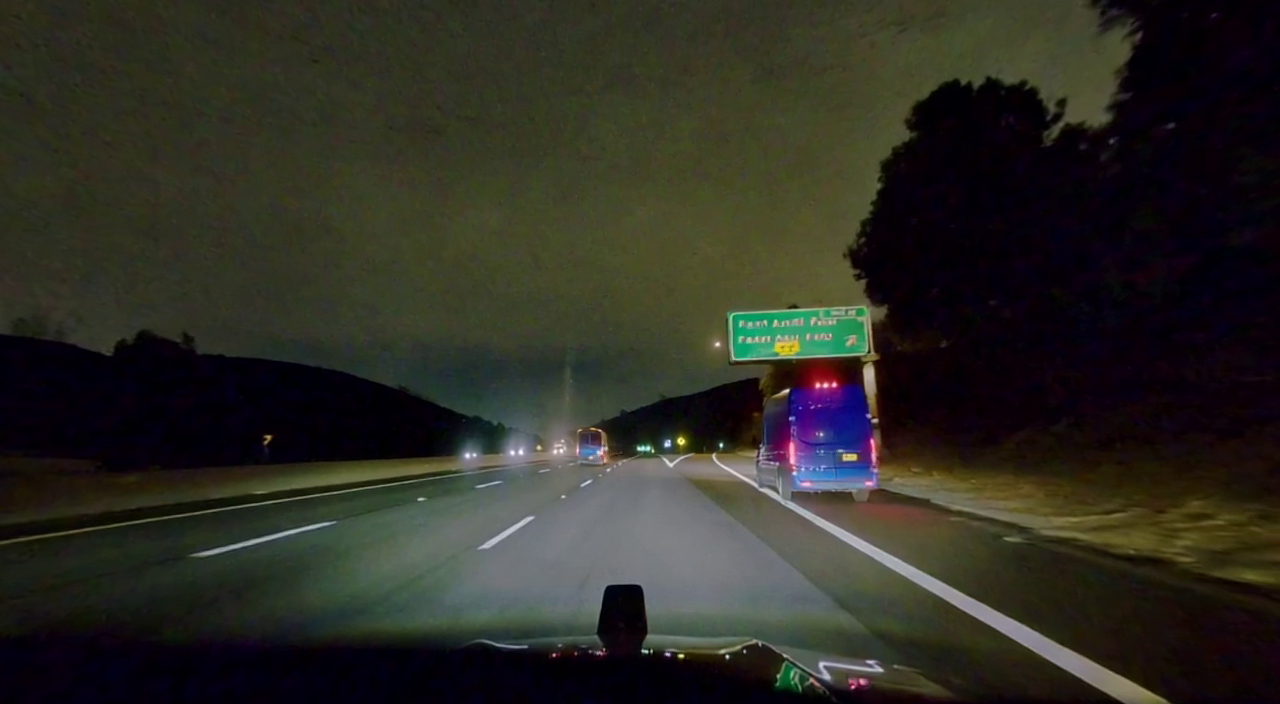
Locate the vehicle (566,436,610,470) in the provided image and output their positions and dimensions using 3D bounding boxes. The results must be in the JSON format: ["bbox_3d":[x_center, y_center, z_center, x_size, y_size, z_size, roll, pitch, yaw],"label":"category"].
[{"bbox_3d":[-3.000,5.938,37.100,2.169,1.849,4.639,0,-8,0],"label":"vehicle"}]
